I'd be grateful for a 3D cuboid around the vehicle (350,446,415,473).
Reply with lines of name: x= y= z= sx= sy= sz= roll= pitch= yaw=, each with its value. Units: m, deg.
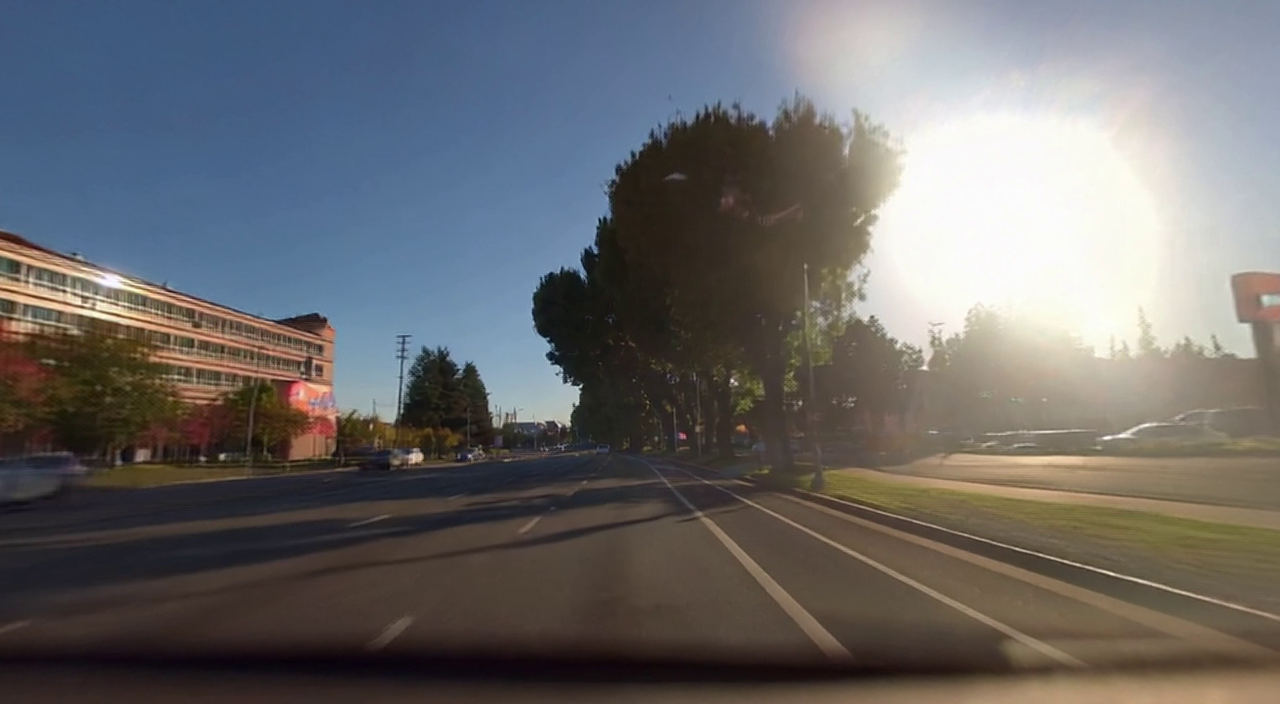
vehicle: x=-14.650 y=6.123 z=36.107 sx=1.907 sy=1.469 sz=4.441 roll=0 pitch=-9 yaw=0
